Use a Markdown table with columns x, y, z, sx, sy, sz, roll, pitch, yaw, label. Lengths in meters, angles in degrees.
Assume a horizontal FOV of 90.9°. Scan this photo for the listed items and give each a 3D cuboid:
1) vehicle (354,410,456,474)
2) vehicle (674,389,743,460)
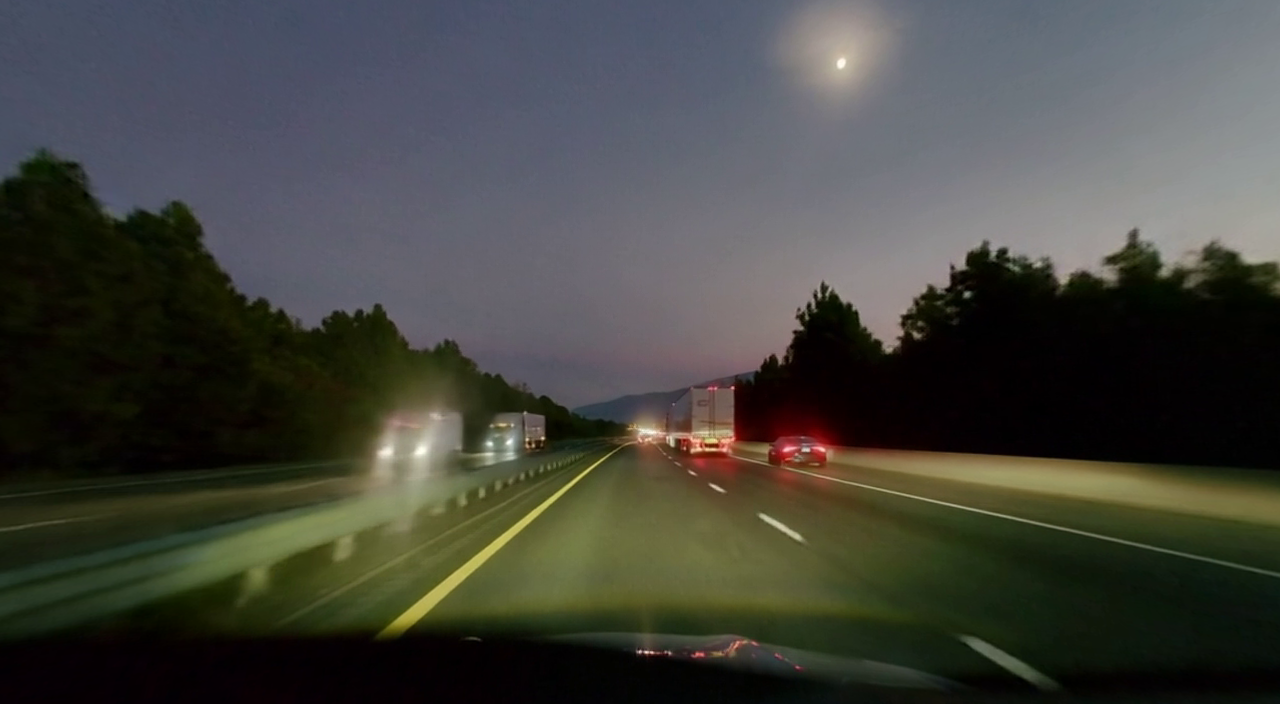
| x | y | z | sx | sy | sz | roll | pitch | yaw | label |
| --- | --- | --- | --- | --- | --- | --- | --- | --- | --- |
| -11.019 | 4.274 | 30.218 | 2.430 | 2.718 | 5.799 | 0 | -8 | 2 | vehicle |
| 4.251 | 4.992 | 42.651 | 2.951 | 4.007 | 13.976 | 0 | -8 | -1 | vehicle |
